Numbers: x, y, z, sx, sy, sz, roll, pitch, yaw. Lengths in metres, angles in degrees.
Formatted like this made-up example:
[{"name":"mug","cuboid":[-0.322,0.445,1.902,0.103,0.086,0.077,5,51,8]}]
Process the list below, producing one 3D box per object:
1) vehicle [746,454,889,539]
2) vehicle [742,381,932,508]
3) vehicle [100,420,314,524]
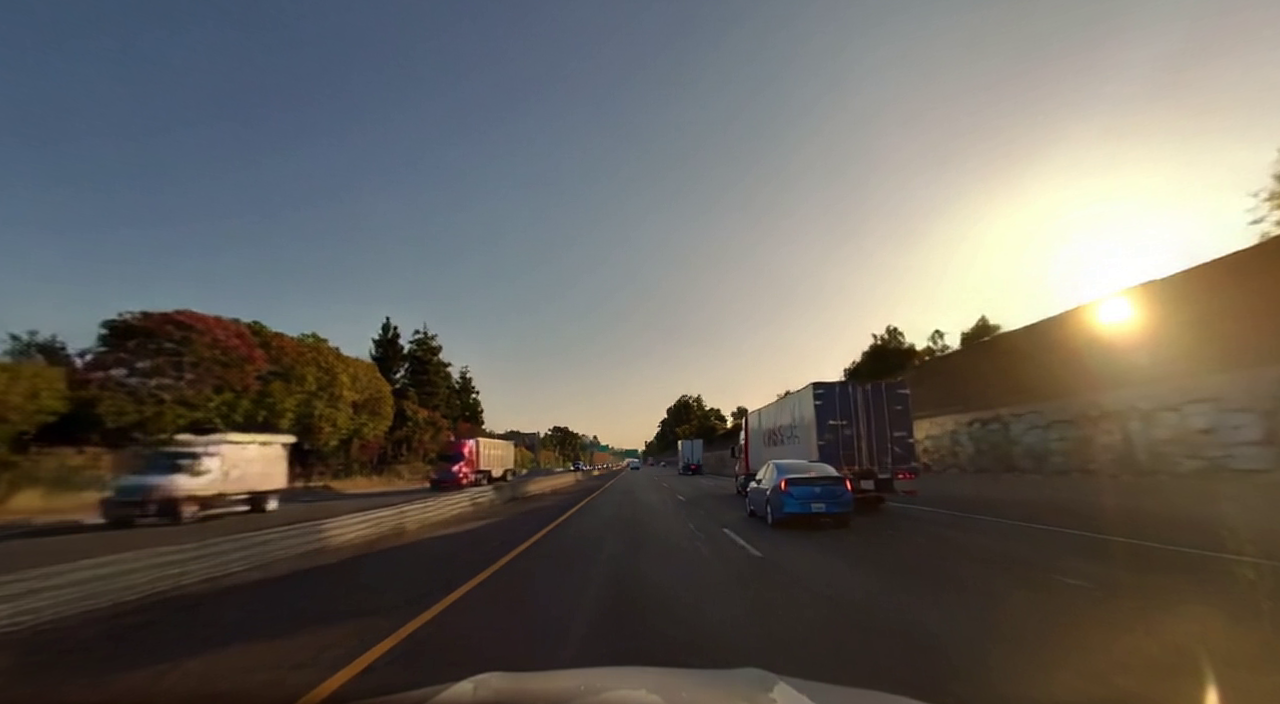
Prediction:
[{"name":"vehicle","cuboid":[3.676,3.089,13.802,2.011,1.574,3.512,0,-11,-1]},{"name":"vehicle","cuboid":[7.627,4.458,28.587,3.298,4.017,16.824,1,-10,0]},{"name":"vehicle","cuboid":[-16.250,4.621,24.576,2.940,3.381,7.262,0,-10,1]}]
